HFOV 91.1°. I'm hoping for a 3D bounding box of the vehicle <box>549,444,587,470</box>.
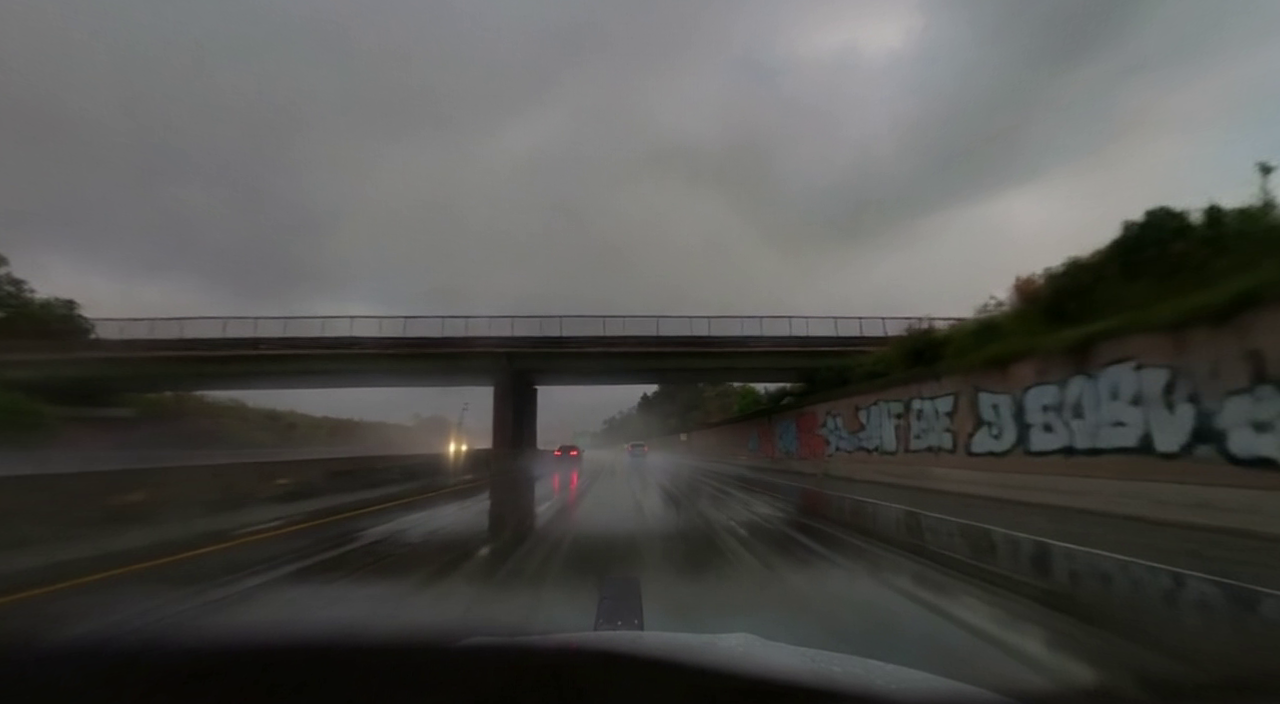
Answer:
[{"bbox_3d":[-4.253,6.253,37.576,1.871,1.459,3.771,0,-9,-1],"label":"vehicle"}]
